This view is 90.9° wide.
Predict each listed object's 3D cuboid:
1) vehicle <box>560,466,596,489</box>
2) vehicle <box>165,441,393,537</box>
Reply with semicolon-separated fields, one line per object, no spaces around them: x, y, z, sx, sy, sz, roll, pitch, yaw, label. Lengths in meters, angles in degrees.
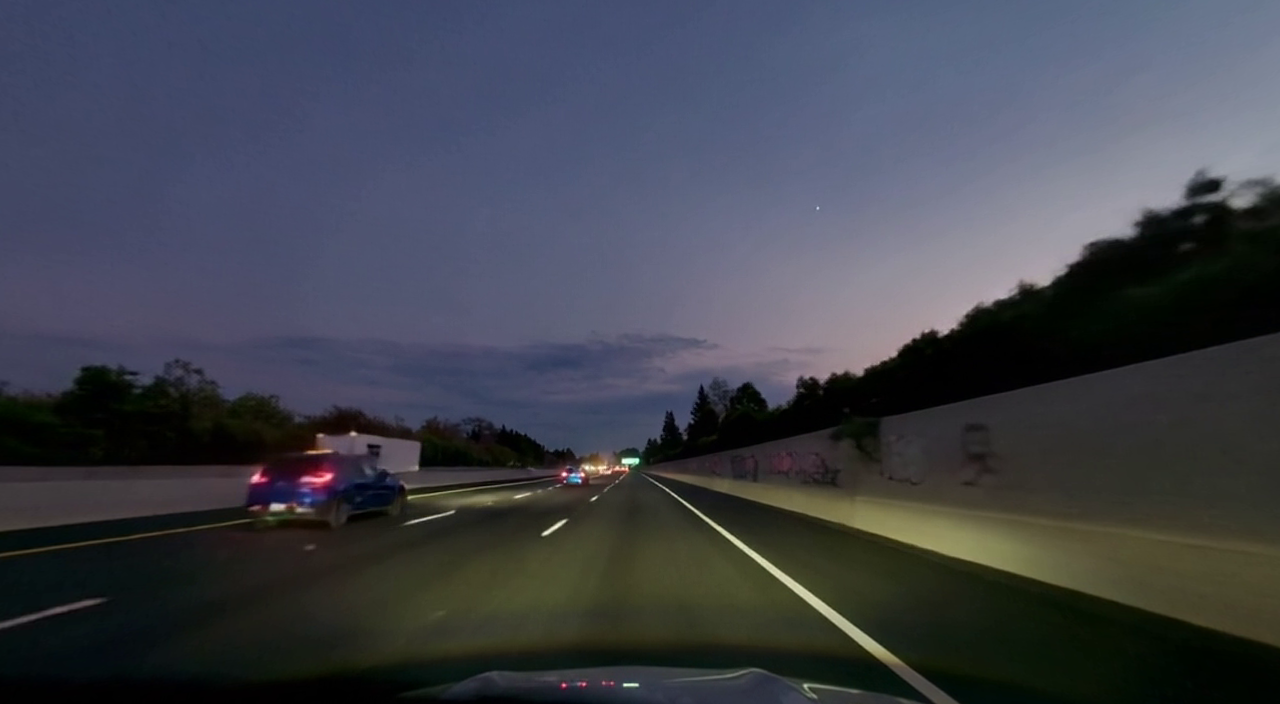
-4.064;8.288;41.707;1.941;1.437;3.829;1;-10;0;vehicle
-7.191;2.800;13.276;2.124;1.630;4.416;1;-10;0;vehicle
